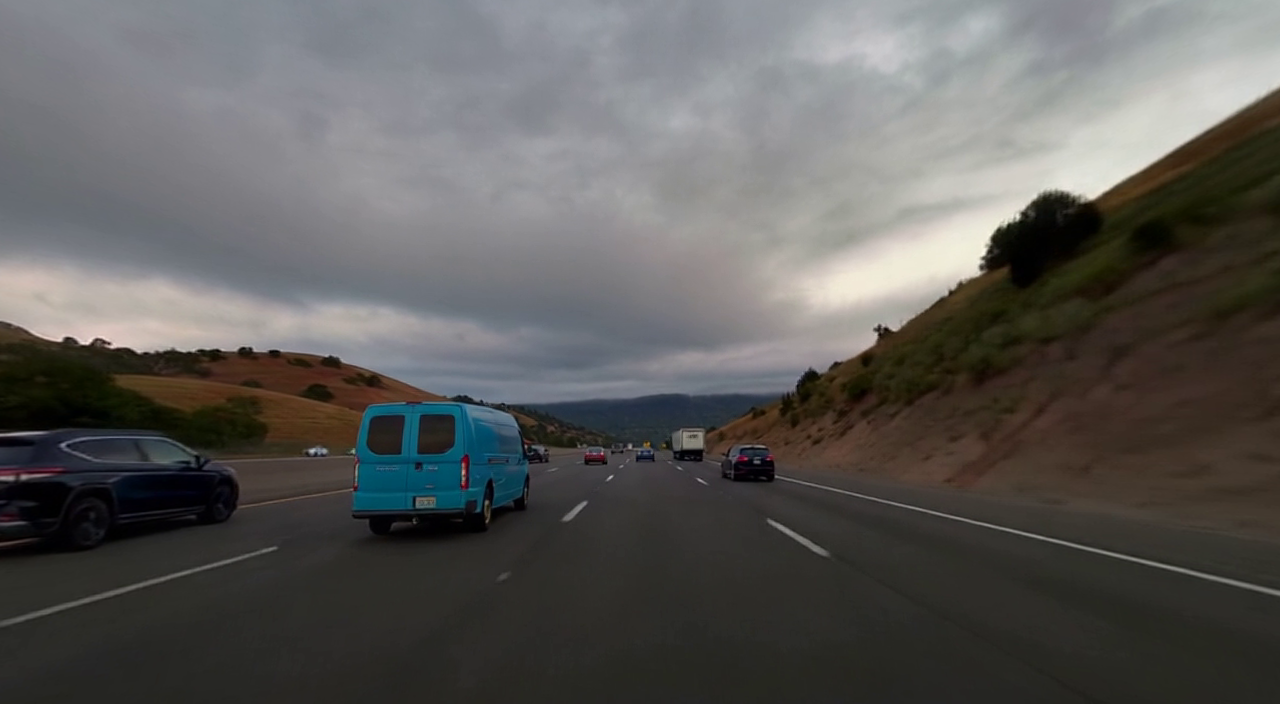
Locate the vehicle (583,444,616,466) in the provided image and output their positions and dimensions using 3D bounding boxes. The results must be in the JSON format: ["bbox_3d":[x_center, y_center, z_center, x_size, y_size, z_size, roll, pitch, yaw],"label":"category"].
[{"bbox_3d":[-3.048,7.892,48.275,2.138,1.581,4.340,0,-9,1],"label":"vehicle"}]

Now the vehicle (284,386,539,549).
[{"bbox_3d":[-3.578,2.013,11.521,2.421,2.203,5.775,0,-9,1],"label":"vehicle"}]

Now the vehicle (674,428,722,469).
[{"bbox_3d":[4.153,7.205,46.994,2.877,2.730,7.831,0,-9,0],"label":"vehicle"}]

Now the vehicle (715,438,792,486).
[{"bbox_3d":[4.131,4.076,23.576,2.051,1.598,4.145,0,-9,-1],"label":"vehicle"}]

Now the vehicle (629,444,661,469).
[{"bbox_3d":[0.344,6.811,41.185,2.014,1.543,3.804,0,-9,0],"label":"vehicle"}]

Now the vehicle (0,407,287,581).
[{"bbox_3d":[-7.372,1.787,8.745,2.054,1.715,4.928,0,-9,0],"label":"vehicle"}]
